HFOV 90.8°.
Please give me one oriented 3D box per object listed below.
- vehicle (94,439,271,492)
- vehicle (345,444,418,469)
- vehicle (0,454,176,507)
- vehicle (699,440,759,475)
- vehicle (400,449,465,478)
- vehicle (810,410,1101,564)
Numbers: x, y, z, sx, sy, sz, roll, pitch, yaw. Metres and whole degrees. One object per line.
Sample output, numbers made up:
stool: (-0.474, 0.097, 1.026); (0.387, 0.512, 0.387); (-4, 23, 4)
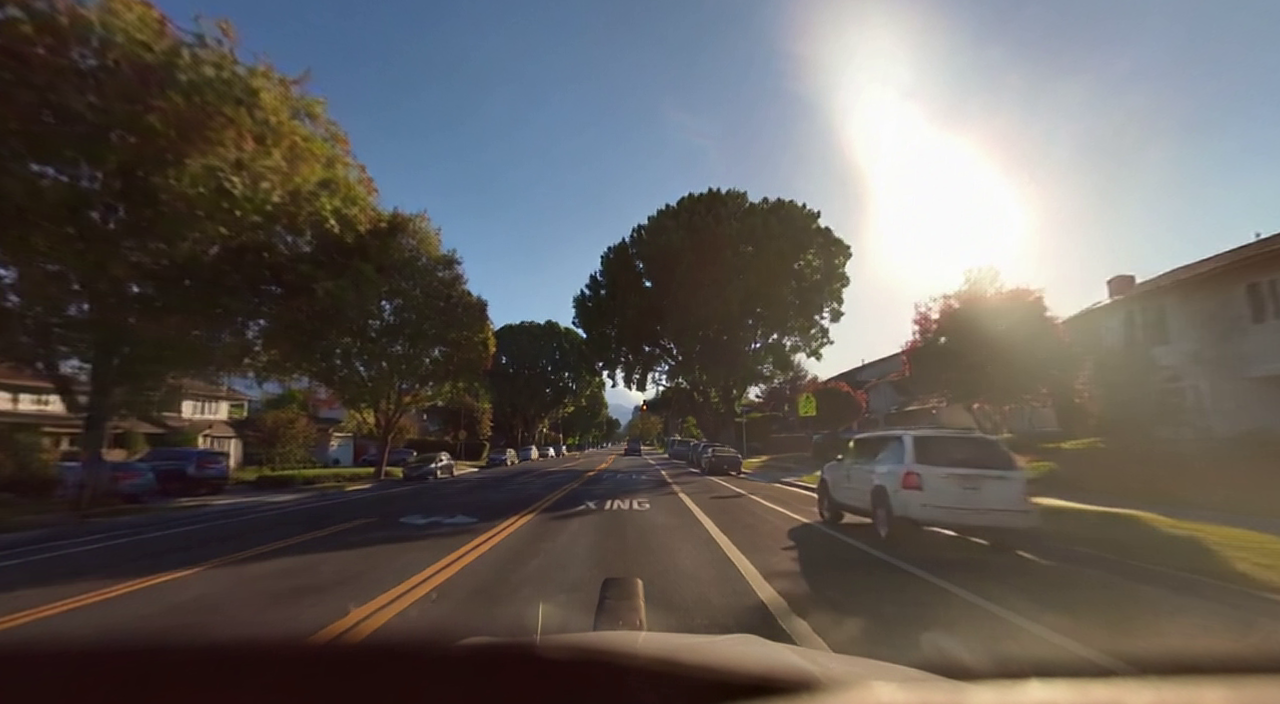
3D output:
vehicle: (-17.792, 4.387, 24.675); (5.764, 1.898, 2.201); (-2, -9, 12)
vehicle: (-18.162, 7.345, 44.481); (4.310, 1.705, 1.905); (-1, -9, 3)
vehicle: (-17.935, 3.992, 19.798); (5.211, 1.482, 1.948); (0, -9, 0)
vehicle: (4.142, 5.018, 30.257); (1.920, 1.541, 4.709); (0, -9, -4)
vehicle: (-11.745, 6.318, 36.147); (2.079, 1.509, 4.591); (-1, -9, 1)
vehicle: (4.267, 1.900, 9.609); (2.027, 1.751, 4.433); (0, -9, -1)
